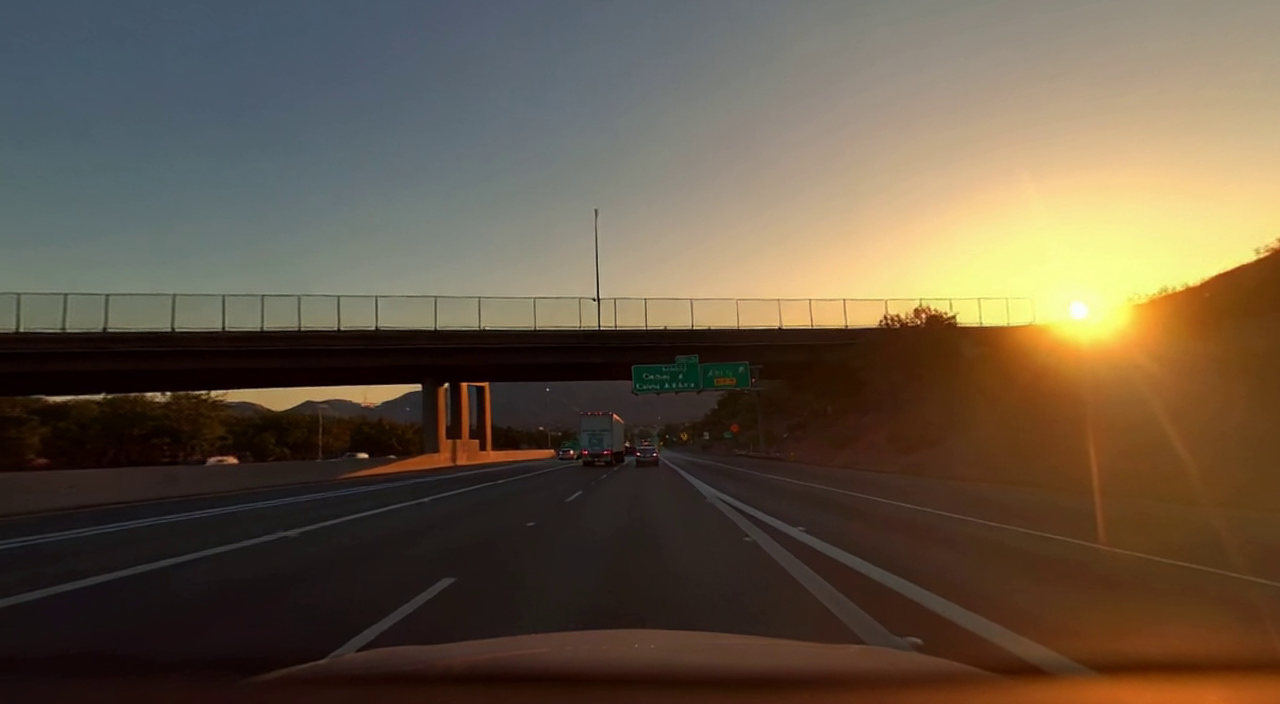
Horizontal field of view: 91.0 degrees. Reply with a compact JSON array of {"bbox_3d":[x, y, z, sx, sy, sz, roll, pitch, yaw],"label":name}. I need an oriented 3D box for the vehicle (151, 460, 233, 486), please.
[{"bbox_3d":[-31.046,8.355,43.839,1.997,1.578,4.861,0,-9,1],"label":"vehicle"}]

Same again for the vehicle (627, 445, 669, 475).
[{"bbox_3d":[0.367,5.662,33.282,2.066,1.469,4.050,0,-9,-1],"label":"vehicle"}]
